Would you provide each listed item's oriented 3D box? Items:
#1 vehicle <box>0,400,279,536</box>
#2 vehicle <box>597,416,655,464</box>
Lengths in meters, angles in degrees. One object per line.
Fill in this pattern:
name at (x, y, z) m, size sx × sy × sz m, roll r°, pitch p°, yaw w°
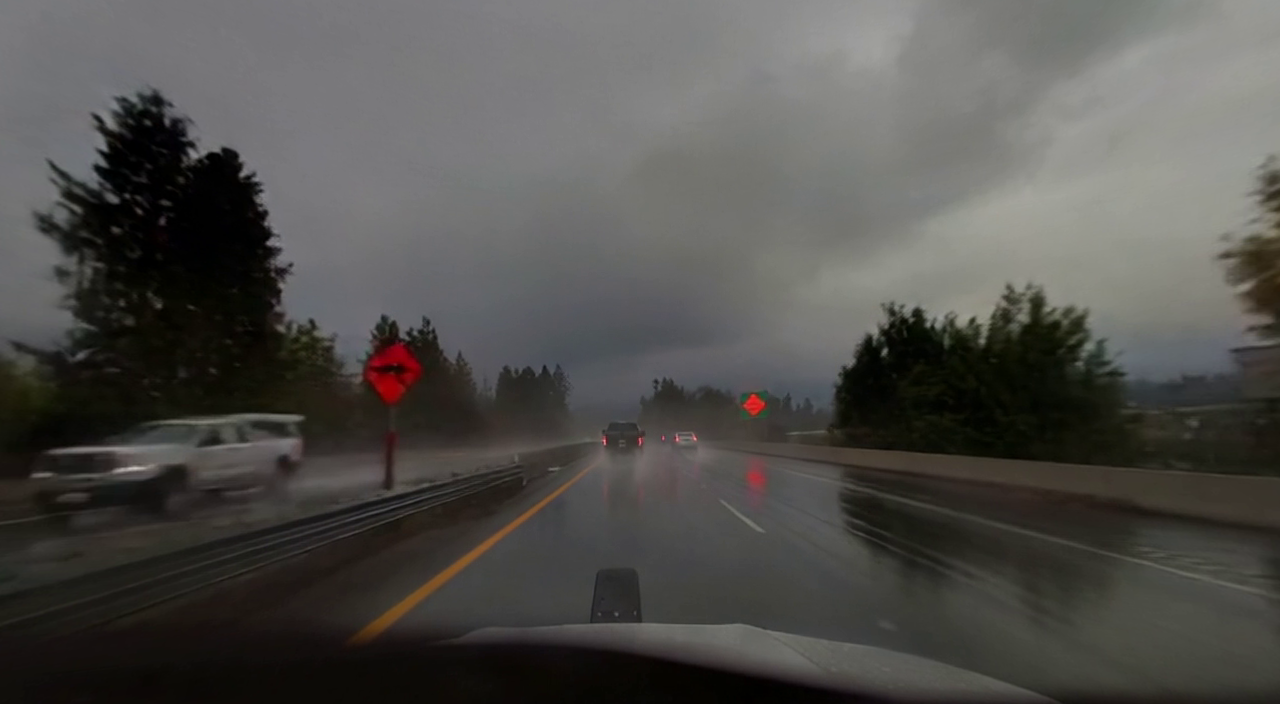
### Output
vehicle at (-9.118, 1.974, 11.465) m, size 2.120 × 1.905 × 5.052 m, roll 0°, pitch -8°, yaw -1°
vehicle at (-0.659, 4.124, 29.504) m, size 2.503 × 2.044 × 4.633 m, roll 0°, pitch -8°, yaw -1°
